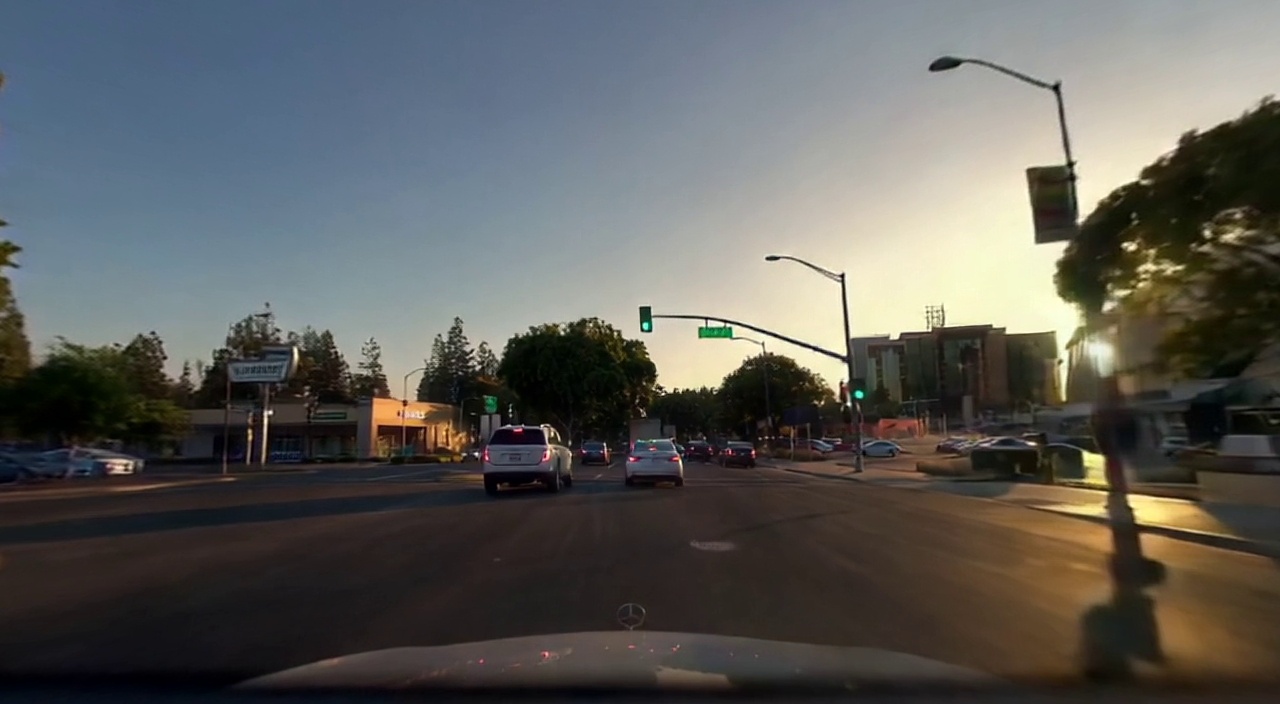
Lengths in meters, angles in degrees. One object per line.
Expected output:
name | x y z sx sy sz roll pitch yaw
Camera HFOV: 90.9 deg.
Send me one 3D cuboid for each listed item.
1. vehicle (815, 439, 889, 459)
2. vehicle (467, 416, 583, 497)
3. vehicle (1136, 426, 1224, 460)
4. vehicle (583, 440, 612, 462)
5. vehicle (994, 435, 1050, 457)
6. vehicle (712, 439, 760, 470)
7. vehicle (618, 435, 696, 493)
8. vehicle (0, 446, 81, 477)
vehicle | 15.582 7.127 46.385 4.756 1.422 1.831 0 -8 -2
vehicle | -3.034 2.915 17.928 2.289 1.935 5.227 0 -8 0
vehicle | 32.892 5.493 38.331 5.720 1.822 2.307 3 -9 -32
vehicle | -3.139 7.375 47.090 1.902 1.522 3.523 0 -8 0
vehicle | 29.248 7.200 48.217 4.225 1.502 1.915 3 -9 -32
vehicle | 5.116 5.514 34.119 1.900 1.507 4.151 0 -8 0
vehicle | 0.438 3.253 18.663 2.061 1.494 4.079 0 -8 0
vehicle | -30.945 5.516 31.890 3.539 1.484 1.771 0 -8 -1
